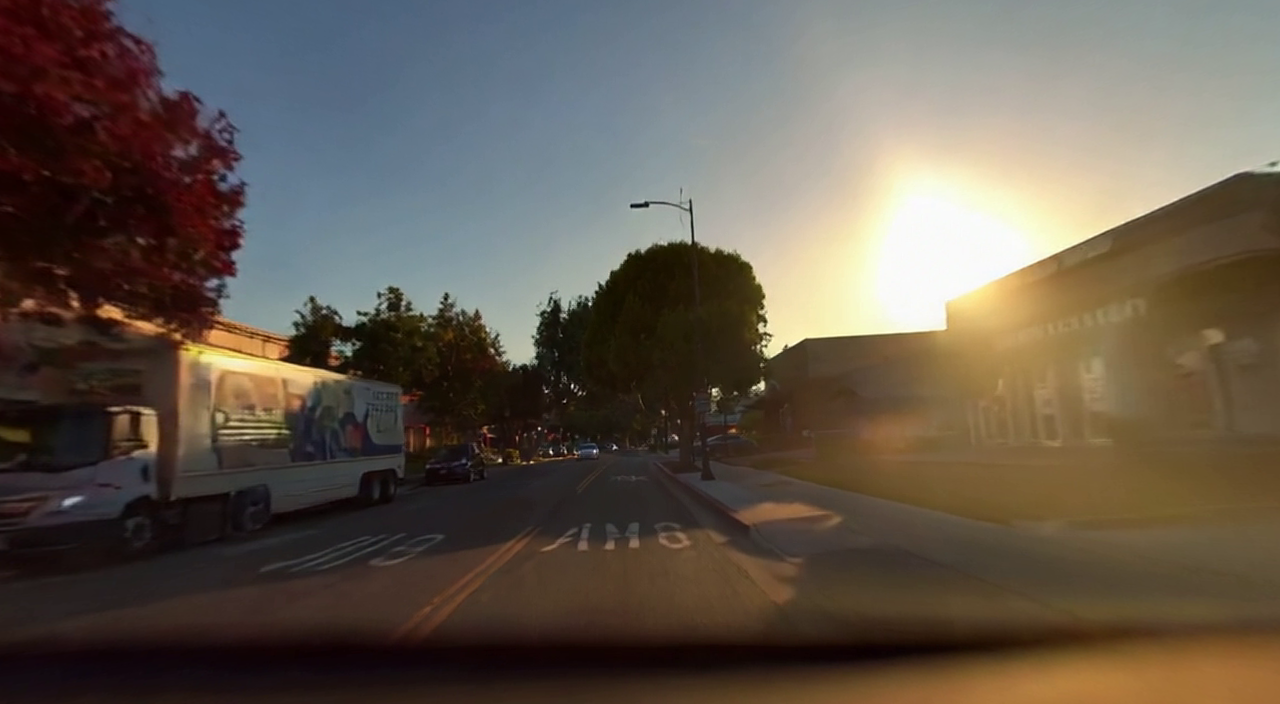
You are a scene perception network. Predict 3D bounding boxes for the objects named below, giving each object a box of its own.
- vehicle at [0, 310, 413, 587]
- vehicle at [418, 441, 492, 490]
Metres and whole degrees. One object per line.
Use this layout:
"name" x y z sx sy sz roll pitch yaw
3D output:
"vehicle" -9.049 2.036 14.794 2.986 3.768 11.697 -6 -6 -1
"vehicle" -7.878 4.831 27.204 1.950 1.743 4.312 -2 -7 -1
